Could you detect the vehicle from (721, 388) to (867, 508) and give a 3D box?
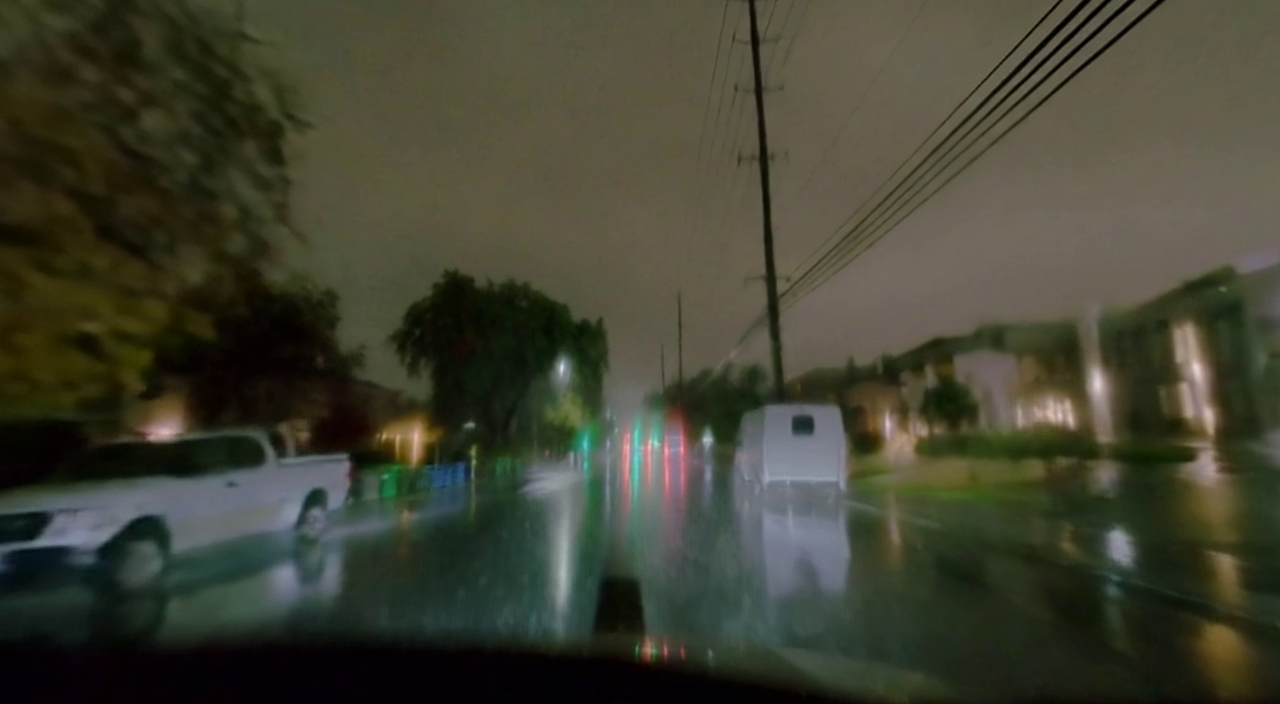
[{"bbox_3d":[3.983,2.700,17.804,2.384,2.791,5.899,1,-9,-2],"label":"vehicle"}]

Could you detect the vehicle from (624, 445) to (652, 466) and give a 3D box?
[{"bbox_3d":[-0.185,8.066,49.404,2.062,1.509,4.305,0,-8,-1],"label":"vehicle"}]

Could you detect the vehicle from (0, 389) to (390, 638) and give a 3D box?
[{"bbox_3d":[-5.804,1.811,8.604,2.284,2.119,5.984,-4,-7,1],"label":"vehicle"}]
